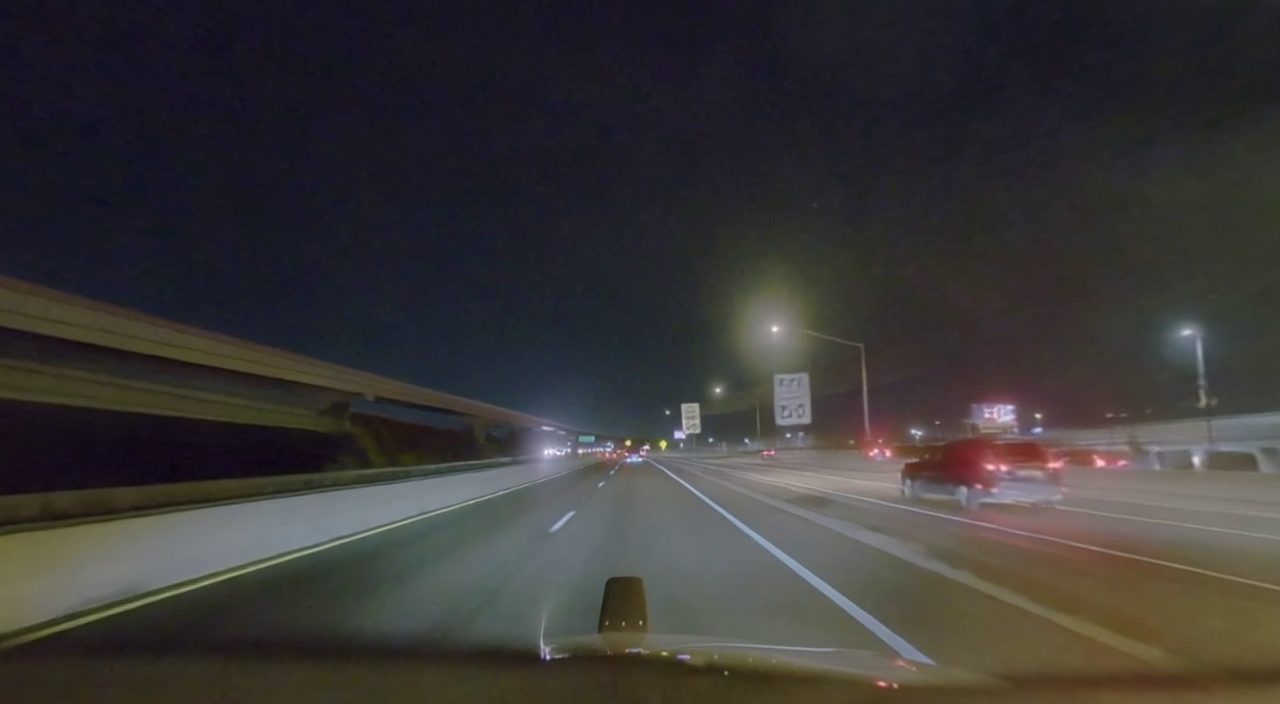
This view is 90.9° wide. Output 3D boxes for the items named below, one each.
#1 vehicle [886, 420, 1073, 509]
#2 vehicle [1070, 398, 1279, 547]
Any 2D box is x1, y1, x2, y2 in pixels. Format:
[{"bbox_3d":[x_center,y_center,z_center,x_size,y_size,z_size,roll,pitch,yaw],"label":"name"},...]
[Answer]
[{"bbox_3d":[15.002,5.078,29.202,3.233,3.414,9.483,0,-9,-1],"label":"vehicle"},{"bbox_3d":[16.239,3.120,16.821,2.887,3.412,9.164,0,-9,-1],"label":"vehicle"}]
